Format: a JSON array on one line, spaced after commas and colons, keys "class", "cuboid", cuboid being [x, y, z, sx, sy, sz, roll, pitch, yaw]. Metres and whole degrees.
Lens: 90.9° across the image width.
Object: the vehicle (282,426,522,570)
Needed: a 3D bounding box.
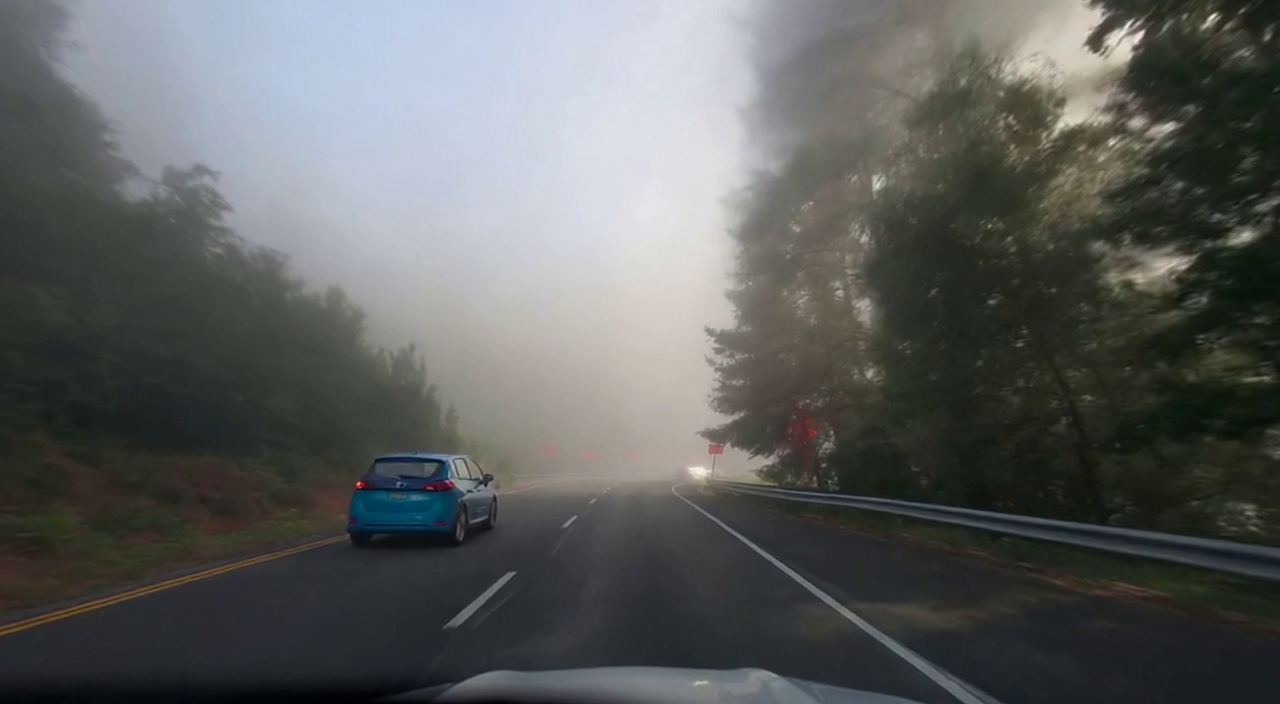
[{"class": "vehicle", "cuboid": [-3.286, 2.165, 9.884, 1.997, 1.692, 4.422, 1, -10, 0]}]
